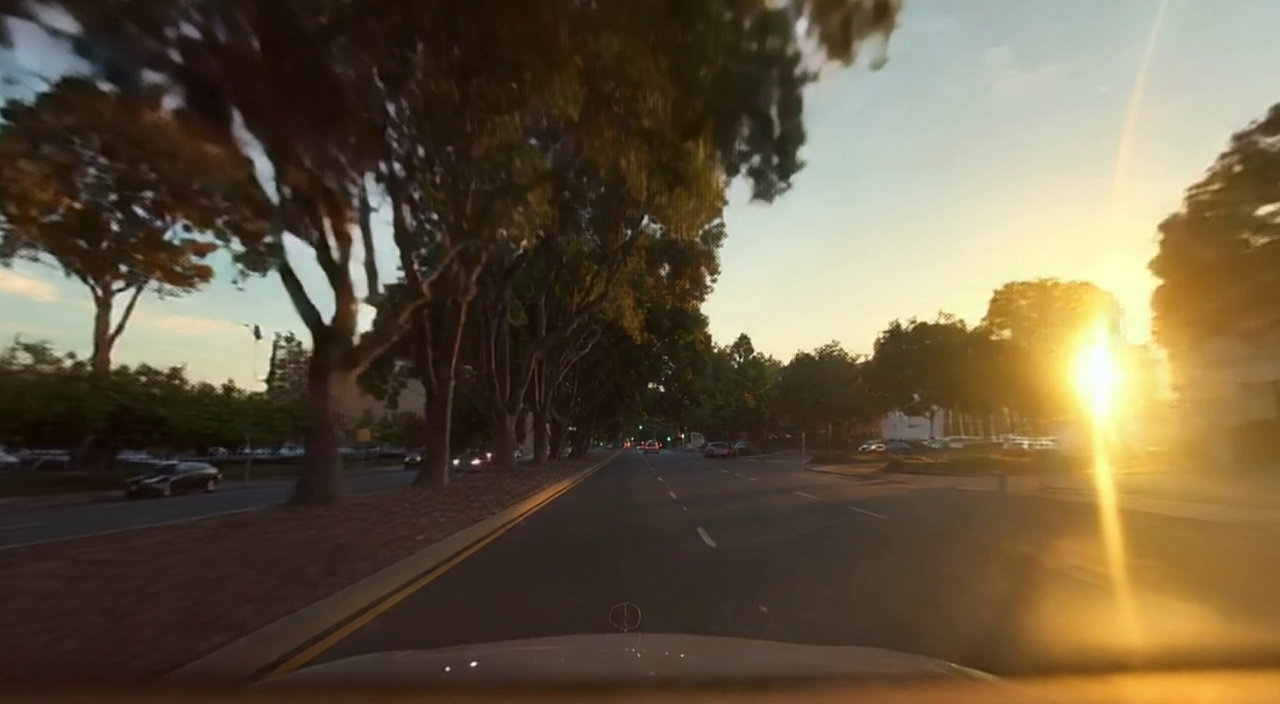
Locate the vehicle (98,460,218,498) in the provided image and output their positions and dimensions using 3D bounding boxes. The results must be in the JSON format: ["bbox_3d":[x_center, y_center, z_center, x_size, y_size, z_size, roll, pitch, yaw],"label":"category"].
[{"bbox_3d":[-21.438,5.625,28.374,1.847,1.454,4.413,0,-9,1],"label":"vehicle"}]

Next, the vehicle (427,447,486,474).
[{"bbox_3d":[-10.862,6.463,37.804,2.031,1.481,4.577,-1,-9,2],"label":"vehicle"}]
